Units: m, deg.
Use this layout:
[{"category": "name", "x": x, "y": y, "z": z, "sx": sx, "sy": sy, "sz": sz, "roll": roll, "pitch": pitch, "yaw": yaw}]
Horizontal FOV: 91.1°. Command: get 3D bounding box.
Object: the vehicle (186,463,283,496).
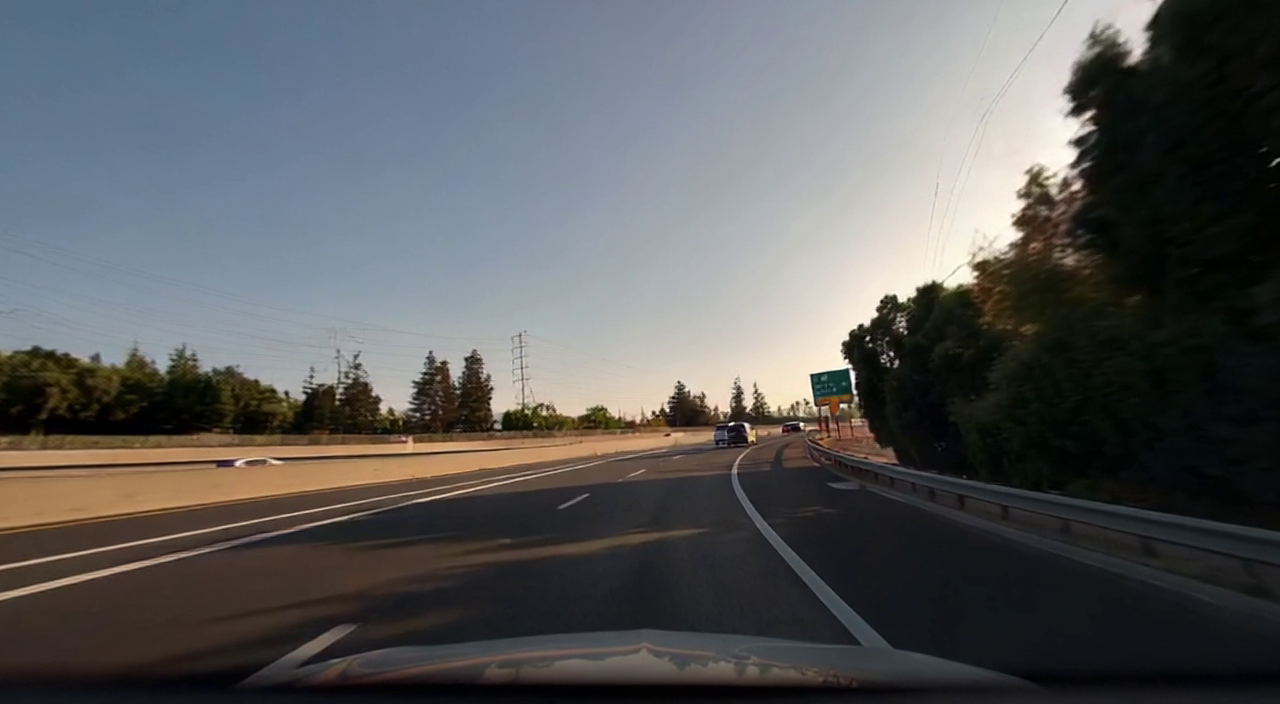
[{"category": "vehicle", "x": -24.936, "y": 7.794, "z": 38.733, "sx": 2.145, "sy": 1.717, "sz": 4.448, "roll": -6, "pitch": -10, "yaw": 33}]
